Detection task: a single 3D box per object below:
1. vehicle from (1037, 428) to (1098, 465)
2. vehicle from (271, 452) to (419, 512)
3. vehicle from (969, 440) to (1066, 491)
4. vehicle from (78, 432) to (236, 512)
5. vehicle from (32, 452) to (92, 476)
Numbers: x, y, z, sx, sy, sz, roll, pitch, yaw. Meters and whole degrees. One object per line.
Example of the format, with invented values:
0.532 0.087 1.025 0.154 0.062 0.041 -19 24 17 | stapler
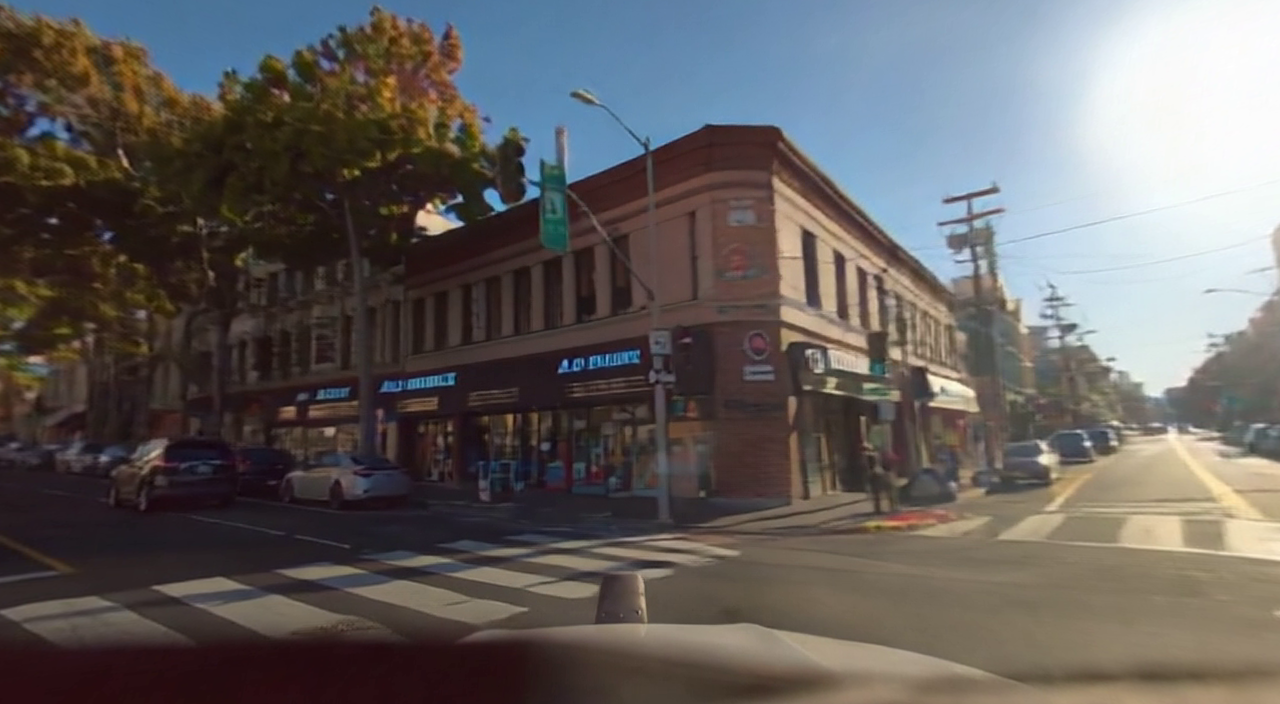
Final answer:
25.779 5.747 38.008 2.510 1.859 5.449 -7 -14 37 | vehicle
-8.934 3.812 18.997 4.703 1.550 2.059 -7 -11 38 | vehicle
13.639 4.045 22.685 2.179 1.596 4.286 -11 -13 38 | vehicle
-13.325 3.211 17.353 4.611 1.882 2.440 -8 -12 41 | vehicle
-37.429 7.206 40.870 4.382 1.440 1.921 -6 -11 36 | vehicle
